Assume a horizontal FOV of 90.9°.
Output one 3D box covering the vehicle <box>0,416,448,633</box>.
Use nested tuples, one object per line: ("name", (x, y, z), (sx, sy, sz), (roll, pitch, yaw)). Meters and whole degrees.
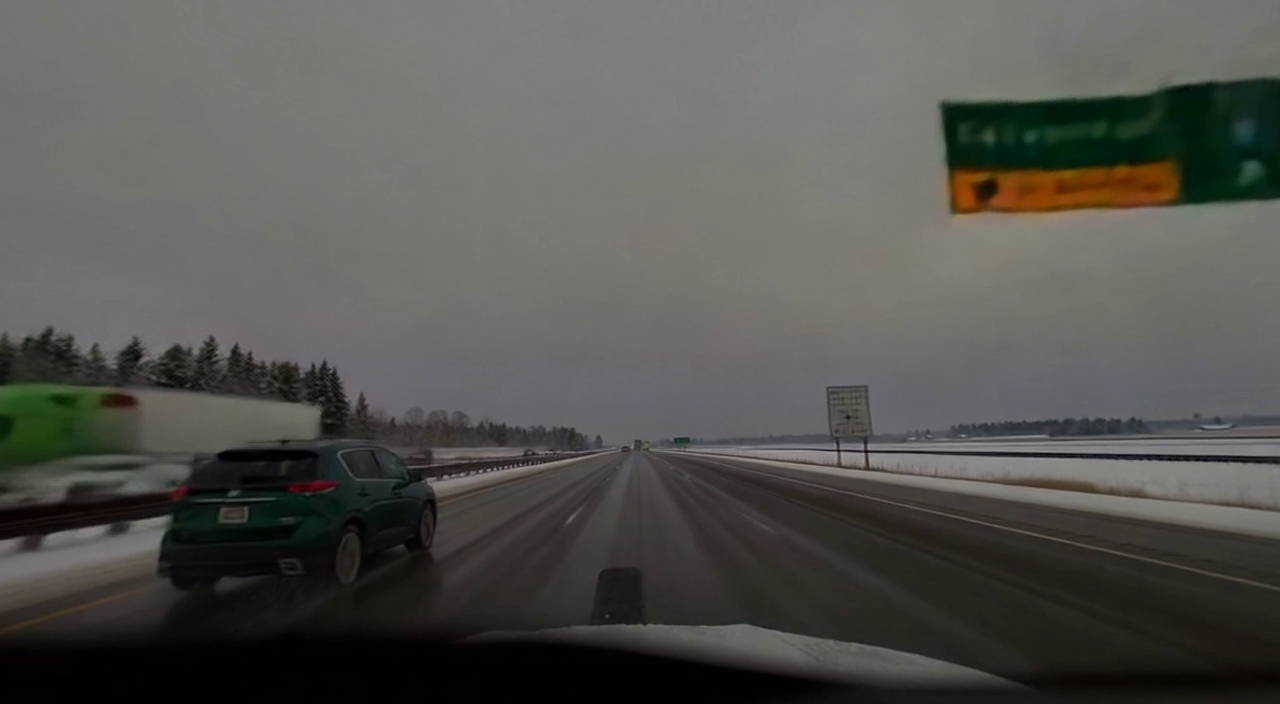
("vehicle", (-3.535, 1.522, 6.484), (1.815, 1.500, 4.036), (0, -9, 0))
